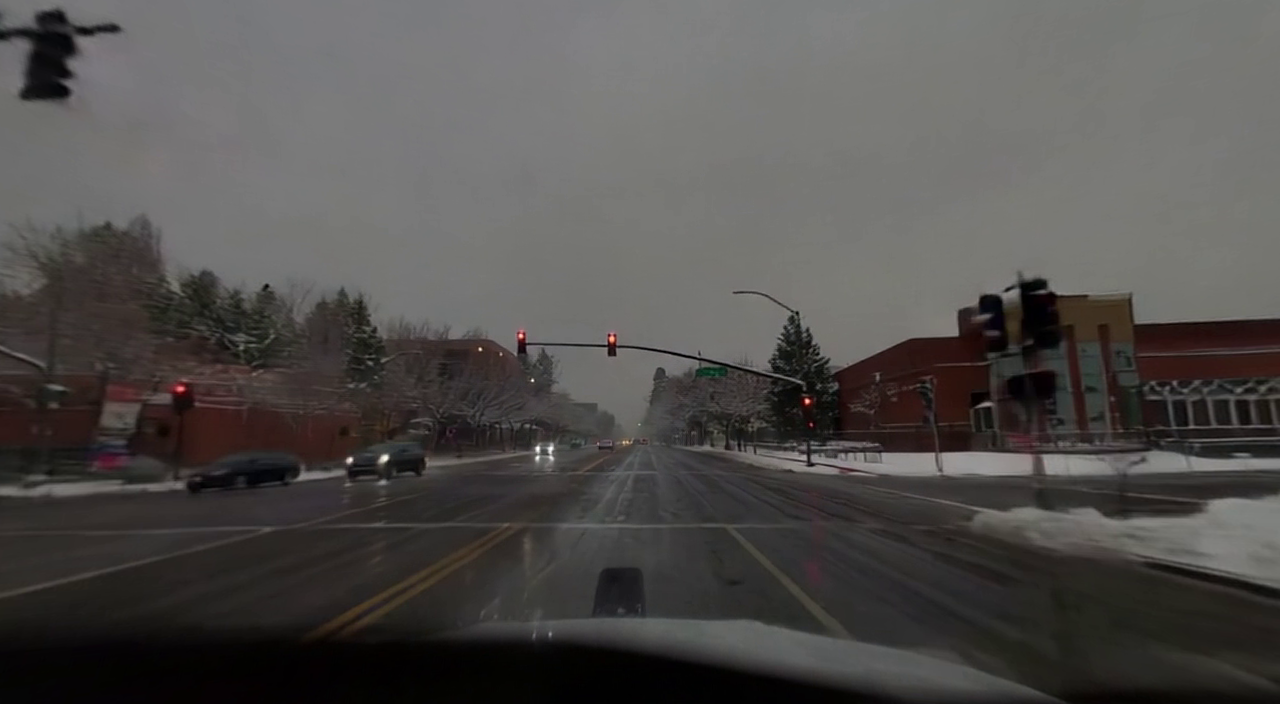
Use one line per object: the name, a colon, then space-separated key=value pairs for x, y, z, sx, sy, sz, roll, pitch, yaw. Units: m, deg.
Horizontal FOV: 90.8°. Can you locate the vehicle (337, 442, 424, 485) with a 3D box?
vehicle: x=-11.038 y=4.746 z=27.241 sx=1.893 sy=1.654 sz=4.127 roll=-1 pitch=-9 yaw=2

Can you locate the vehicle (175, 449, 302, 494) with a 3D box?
vehicle: x=-14.739 y=4.365 z=23.515 sx=1.847 sy=1.453 sz=4.286 roll=0 pitch=-9 yaw=1
